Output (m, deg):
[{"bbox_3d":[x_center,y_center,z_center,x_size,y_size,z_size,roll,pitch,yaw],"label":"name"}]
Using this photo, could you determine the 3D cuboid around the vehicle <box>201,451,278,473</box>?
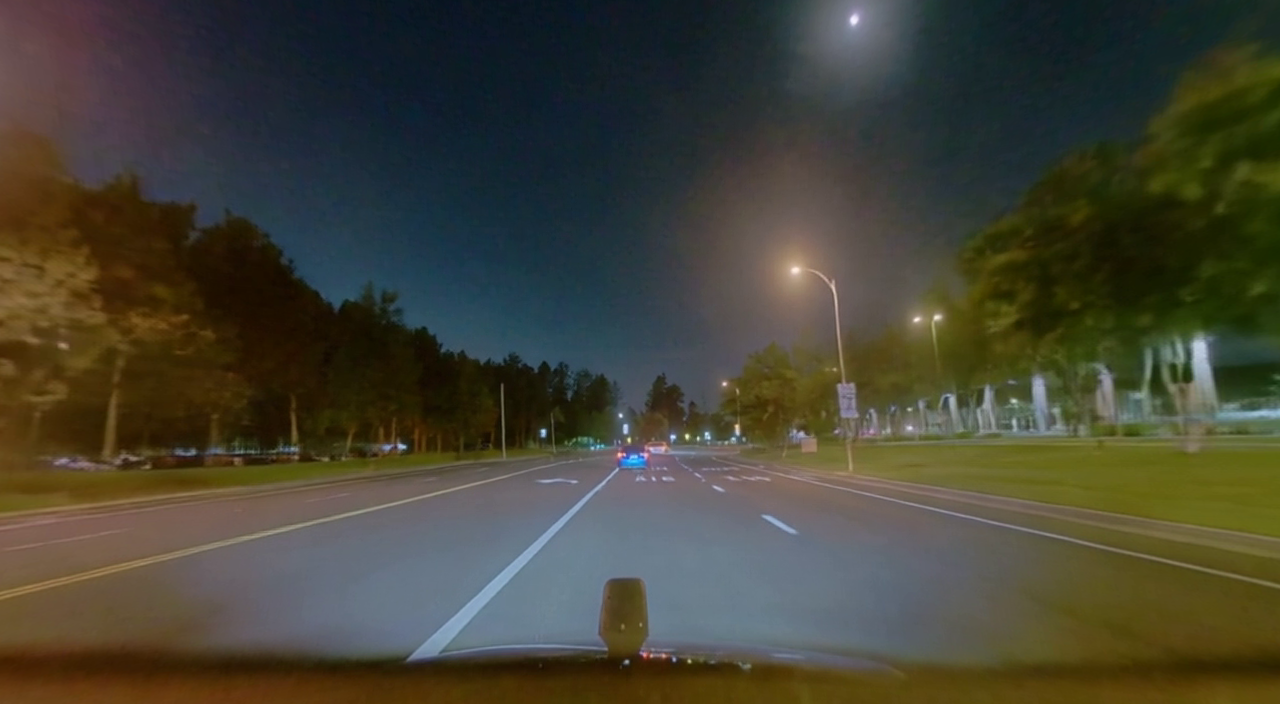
[{"bbox_3d":[-30.318,8.345,47.859,4.455,1.566,2.029,0,-8,-2],"label":"vehicle"}]

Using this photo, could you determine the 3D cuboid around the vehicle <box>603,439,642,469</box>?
[{"bbox_3d":[-0.894,5.489,34.214,1.978,1.499,3.915,-1,-8,0],"label":"vehicle"}]

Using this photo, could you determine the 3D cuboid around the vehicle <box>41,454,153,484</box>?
[{"bbox_3d":[-30.017,6.457,34.968,4.468,1.471,1.879,-1,-8,1],"label":"vehicle"}]
